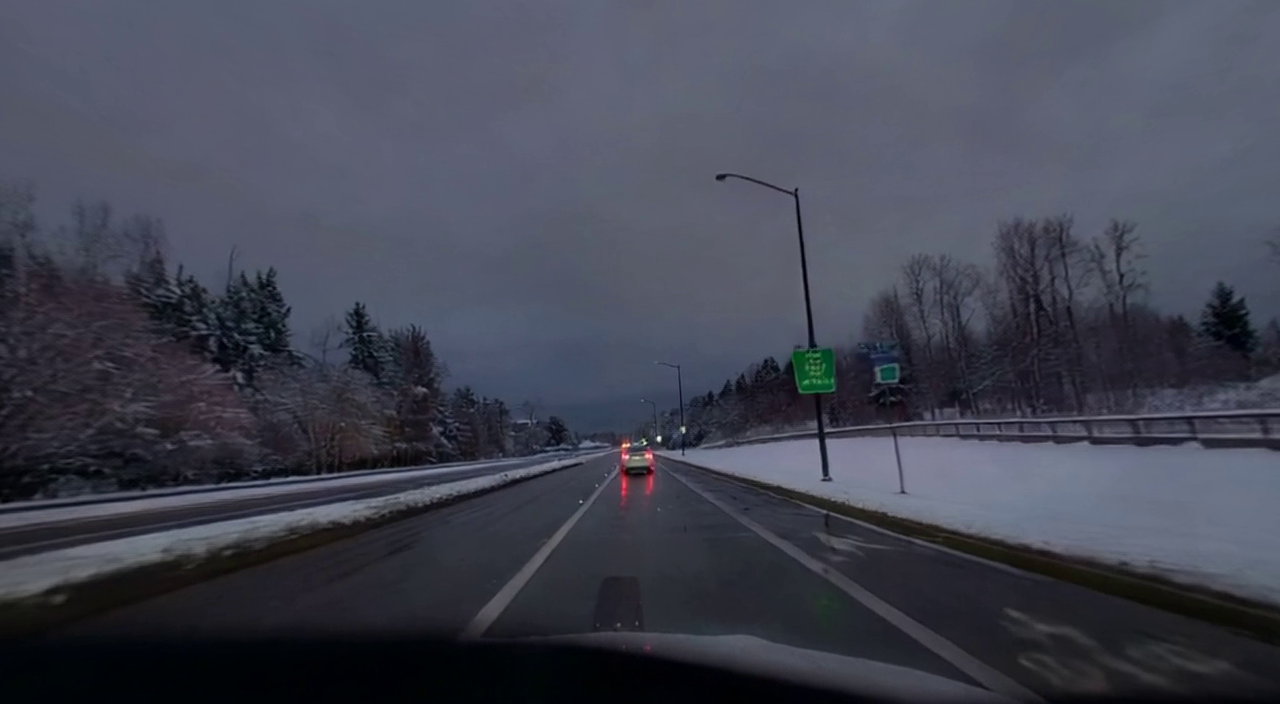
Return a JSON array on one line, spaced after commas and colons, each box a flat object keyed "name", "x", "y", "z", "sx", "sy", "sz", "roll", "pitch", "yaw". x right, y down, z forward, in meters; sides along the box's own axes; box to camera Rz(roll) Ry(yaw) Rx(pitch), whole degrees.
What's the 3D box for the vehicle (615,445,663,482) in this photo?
[{"name": "vehicle", "x": -0.056, "y": 4.812, "z": 27.345, "sx": 1.954, "sy": 1.469, "sz": 3.465, "roll": 0, "pitch": -9, "yaw": -1}]
